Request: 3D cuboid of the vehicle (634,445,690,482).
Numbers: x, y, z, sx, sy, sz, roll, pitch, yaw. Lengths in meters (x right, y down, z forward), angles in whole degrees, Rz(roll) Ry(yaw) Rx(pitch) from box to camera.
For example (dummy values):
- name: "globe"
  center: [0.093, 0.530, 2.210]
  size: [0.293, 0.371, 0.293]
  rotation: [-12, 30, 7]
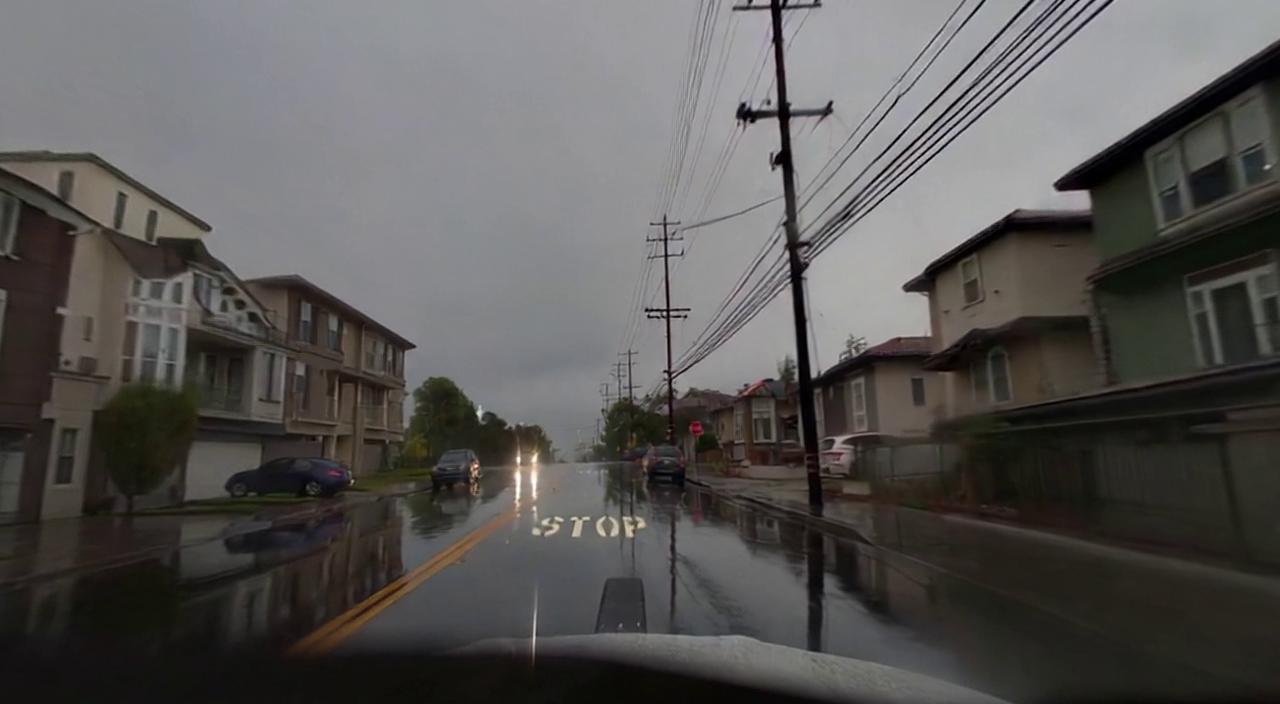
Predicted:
- name: "vehicle"
  center: [0.924, 5.055, 29.043]
  size: [2.080, 1.531, 4.415]
  rotation: [0, -8, -4]

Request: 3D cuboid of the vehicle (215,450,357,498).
- name: "vehicle"
  center: [-13.552, 4.659, 24.392]
  size: [4.266, 1.674, 1.933]
  rotation: [0, -8, -4]

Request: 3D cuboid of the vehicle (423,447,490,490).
- name: "vehicle"
  center: [-8.930, 5.641, 31.145]
  size: [2.156, 1.728, 4.619]
  rotation: [-2, -7, -3]
